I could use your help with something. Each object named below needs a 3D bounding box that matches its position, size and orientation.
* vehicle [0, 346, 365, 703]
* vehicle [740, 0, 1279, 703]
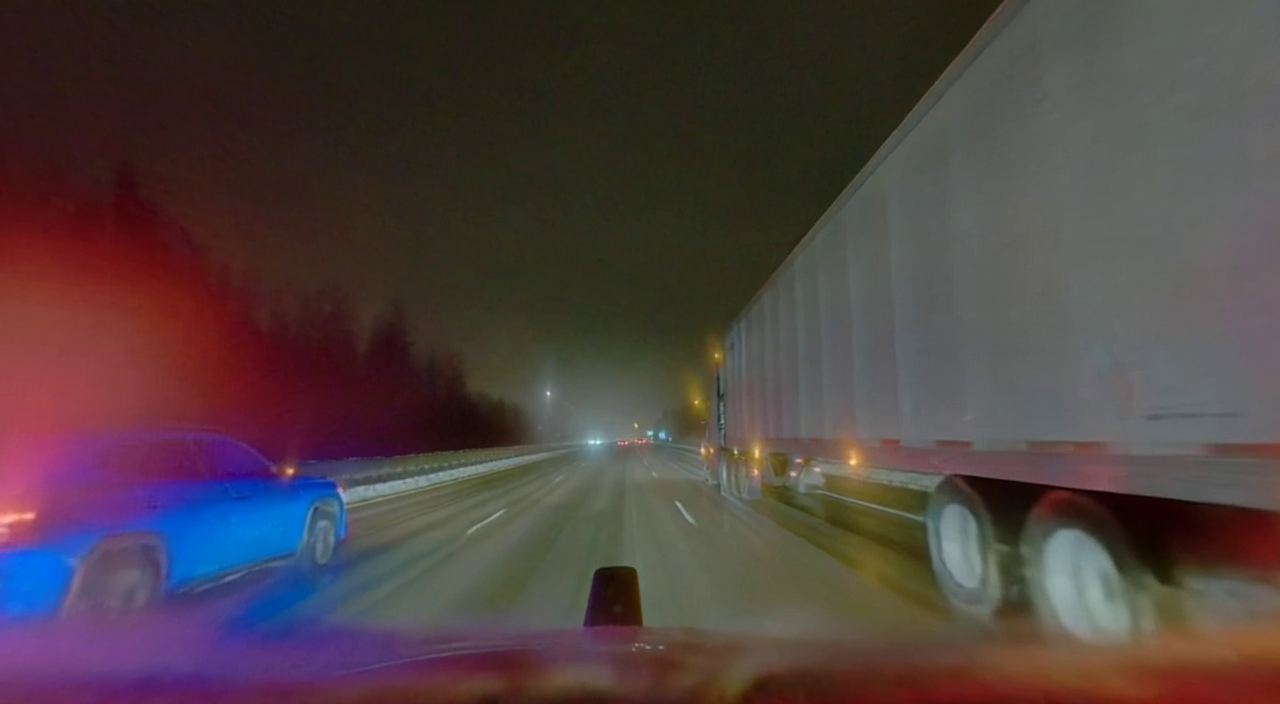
[{"bbox_3d":[-3.653,0.988,3.794,2.063,1.661,4.439,0,-8,-2],"label":"vehicle"},{"bbox_3d":[3.839,0.309,8.439,2.850,3.894,13.987,0,-7,1],"label":"vehicle"}]
